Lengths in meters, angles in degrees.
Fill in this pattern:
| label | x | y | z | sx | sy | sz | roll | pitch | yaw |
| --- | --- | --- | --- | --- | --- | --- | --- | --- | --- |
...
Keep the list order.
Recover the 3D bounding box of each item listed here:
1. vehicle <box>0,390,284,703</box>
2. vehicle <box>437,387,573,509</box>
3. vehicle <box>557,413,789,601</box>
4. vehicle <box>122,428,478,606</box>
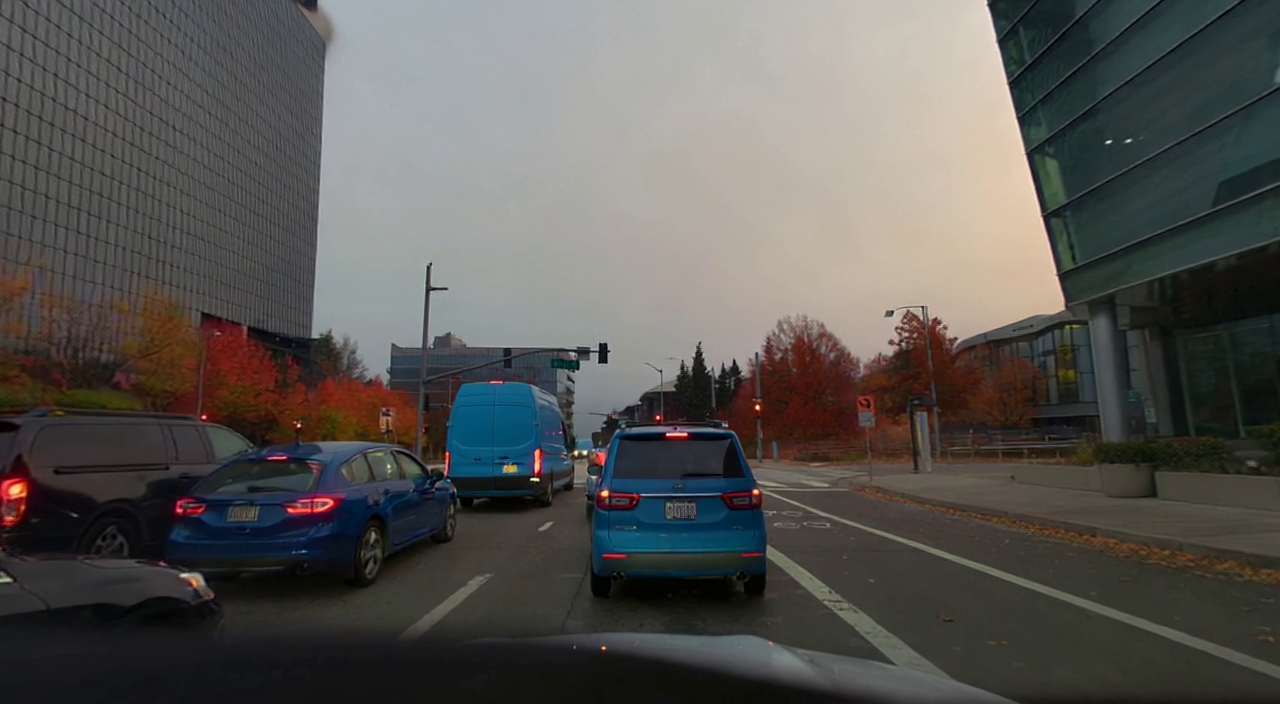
| label | x | y | z | sx | sy | sz | roll | pitch | yaw |
| --- | --- | --- | --- | --- | --- | --- | --- | --- | --- |
| vehicle | -2.901 | 0.814 | 1.507 | 1.893 | 1.491 | 3.798 | 0 | -9 | -1 |
| vehicle | -3.251 | 2.536 | 16.601 | 2.343 | 2.635 | 5.684 | 0 | -9 | 0 |
| vehicle | 0.197 | 1.600 | 7.220 | 1.979 | 1.562 | 3.630 | 0 | -9 | -3 |
| vehicle | -3.482 | 1.757 | 7.577 | 1.955 | 1.499 | 4.223 | 0 | -9 | 0 |
